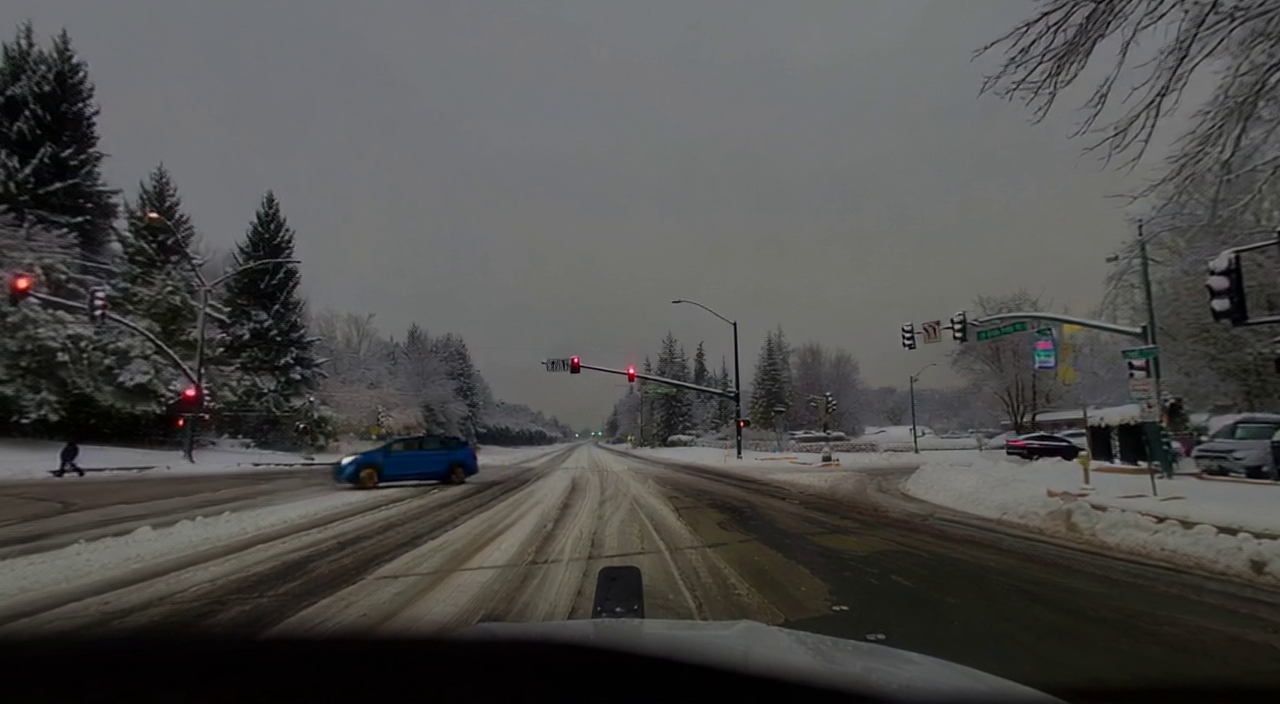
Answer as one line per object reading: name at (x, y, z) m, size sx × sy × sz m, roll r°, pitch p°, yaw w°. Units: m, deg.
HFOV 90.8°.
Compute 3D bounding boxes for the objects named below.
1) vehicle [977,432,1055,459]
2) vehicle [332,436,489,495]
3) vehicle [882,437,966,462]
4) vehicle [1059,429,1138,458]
vehicle at (26.957, 6.721, 45.240) m, size 5.032 × 1.828 × 2.183 m, roll 4°, pitch -9°, yaw -24°
vehicle at (-6.502, 3.215, 18.276) m, size 1.740 × 1.500 × 3.896 m, roll -6°, pitch -11°, yaw 35°
vehicle at (18.709, 6.424, 41.607) m, size 5.234 × 1.549 × 1.982 m, roll 4°, pitch -9°, yaw -24°
vehicle at (36.102, 7.198, 49.712) m, size 6.148 × 2.119 × 2.473 m, roll 4°, pitch -10°, yaw -28°
